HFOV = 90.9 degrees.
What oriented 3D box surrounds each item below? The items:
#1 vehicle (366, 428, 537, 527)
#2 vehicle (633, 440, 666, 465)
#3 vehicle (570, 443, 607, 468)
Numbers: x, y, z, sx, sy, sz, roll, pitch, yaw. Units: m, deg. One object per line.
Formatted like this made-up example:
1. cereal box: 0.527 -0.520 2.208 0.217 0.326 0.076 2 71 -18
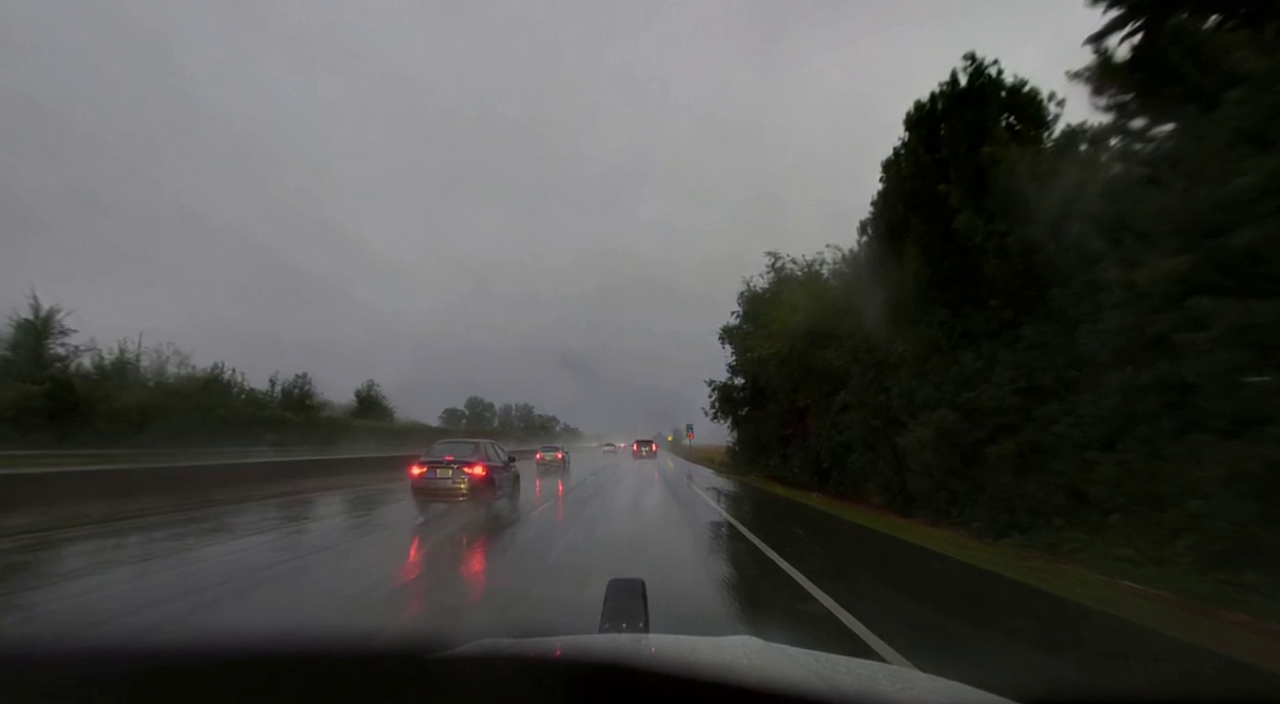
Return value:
1. vehicle: -3.511 2.426 12.811 2.028 1.634 4.441 0 -8 1
2. vehicle: 0.632 7.159 45.089 2.259 1.697 4.106 0 -8 -1
3. vehicle: -3.321 6.777 41.428 2.066 1.497 4.253 0 -8 0
